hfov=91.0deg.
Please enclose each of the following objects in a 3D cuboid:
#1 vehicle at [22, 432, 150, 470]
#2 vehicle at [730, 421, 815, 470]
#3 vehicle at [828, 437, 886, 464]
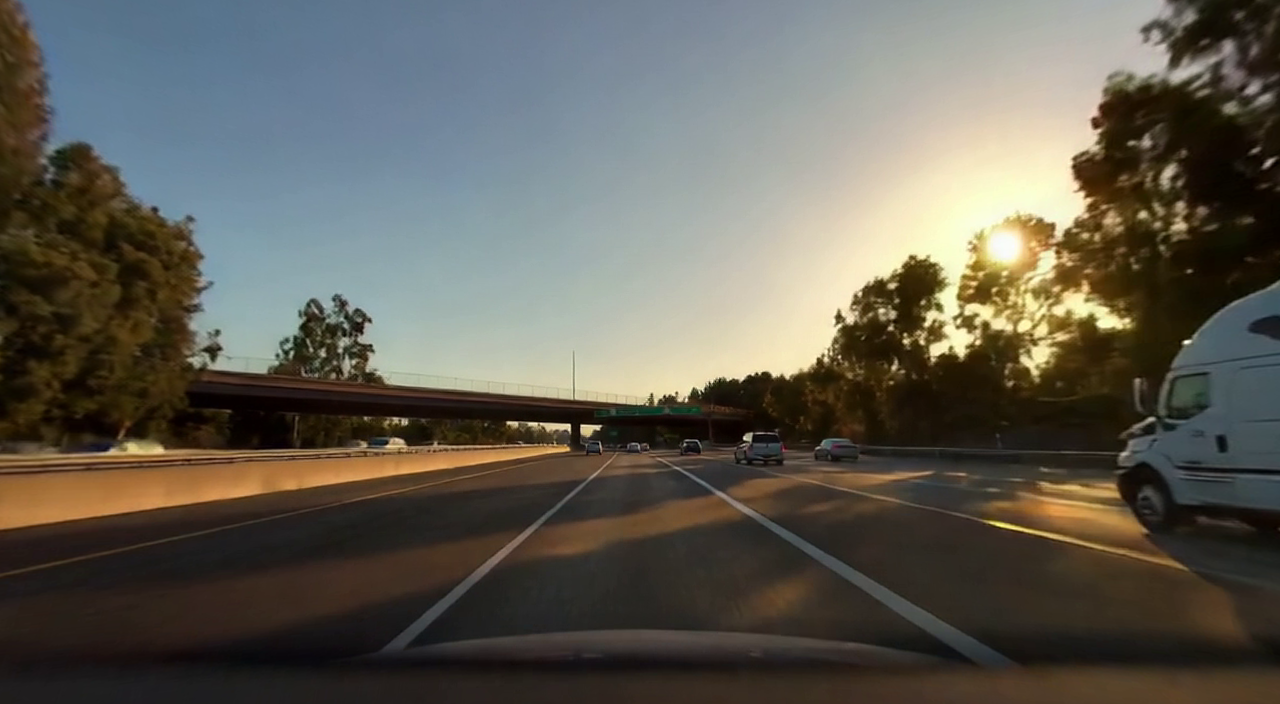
[{"bbox_3d":[-28.227,5.070,32.344,2.083,1.783,4.919,0,-8,0],"label":"vehicle"},{"bbox_3d":[6.939,5.098,34.284,2.779,2.339,8.073,0,-8,-1],"label":"vehicle"},{"bbox_3d":[13.920,6.357,40.651,2.072,1.611,4.387,0,-8,-2],"label":"vehicle"}]
